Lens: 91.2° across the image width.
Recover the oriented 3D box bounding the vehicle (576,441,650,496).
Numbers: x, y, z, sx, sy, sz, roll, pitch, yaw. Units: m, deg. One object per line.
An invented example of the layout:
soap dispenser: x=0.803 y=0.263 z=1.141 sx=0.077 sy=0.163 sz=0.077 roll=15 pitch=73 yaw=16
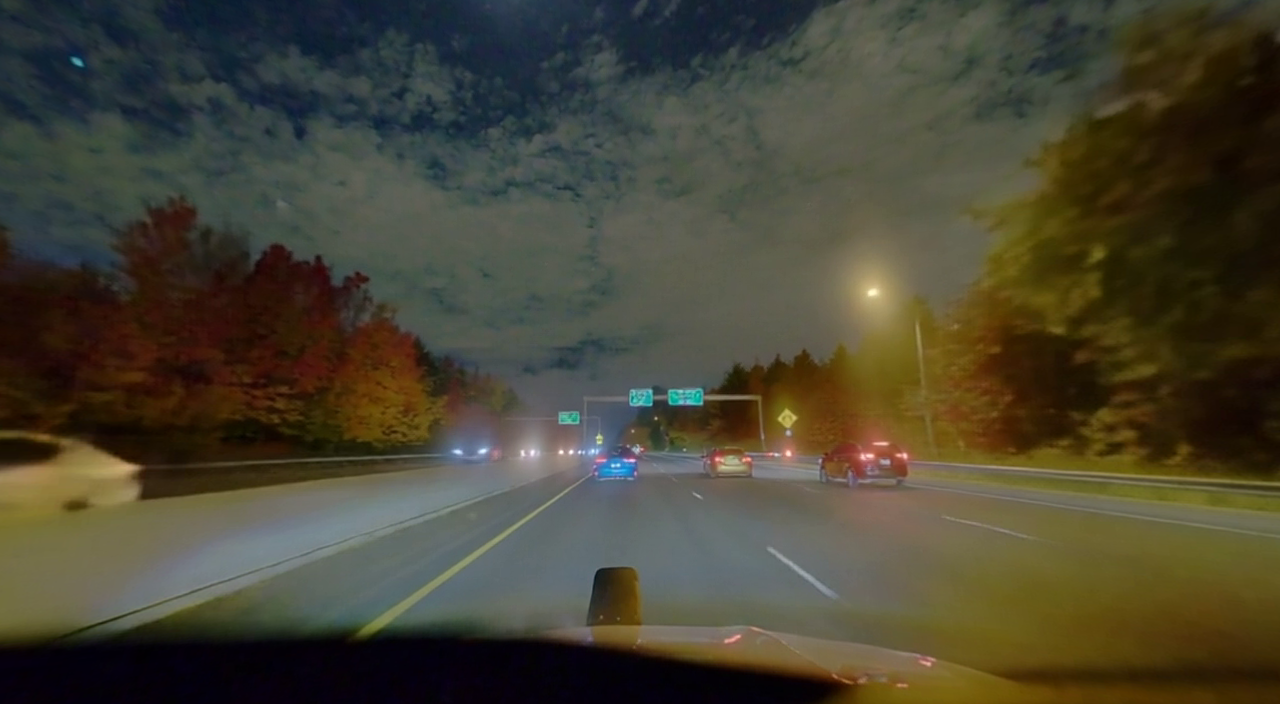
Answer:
vehicle: x=-0.797 y=3.692 z=20.220 sx=2.128 sy=1.516 sz=4.410 roll=0 pitch=-9 yaw=-1

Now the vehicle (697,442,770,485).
vehicle: x=3.710 y=4.527 z=25.676 sx=2.300 sy=1.595 sz=4.144 roll=-1 pitch=-9 yaw=0

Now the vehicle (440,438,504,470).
vehicle: x=-9.554 y=5.859 z=36.088 sx=2.512 sy=1.641 sz=4.748 roll=0 pitch=-9 yaw=-1
